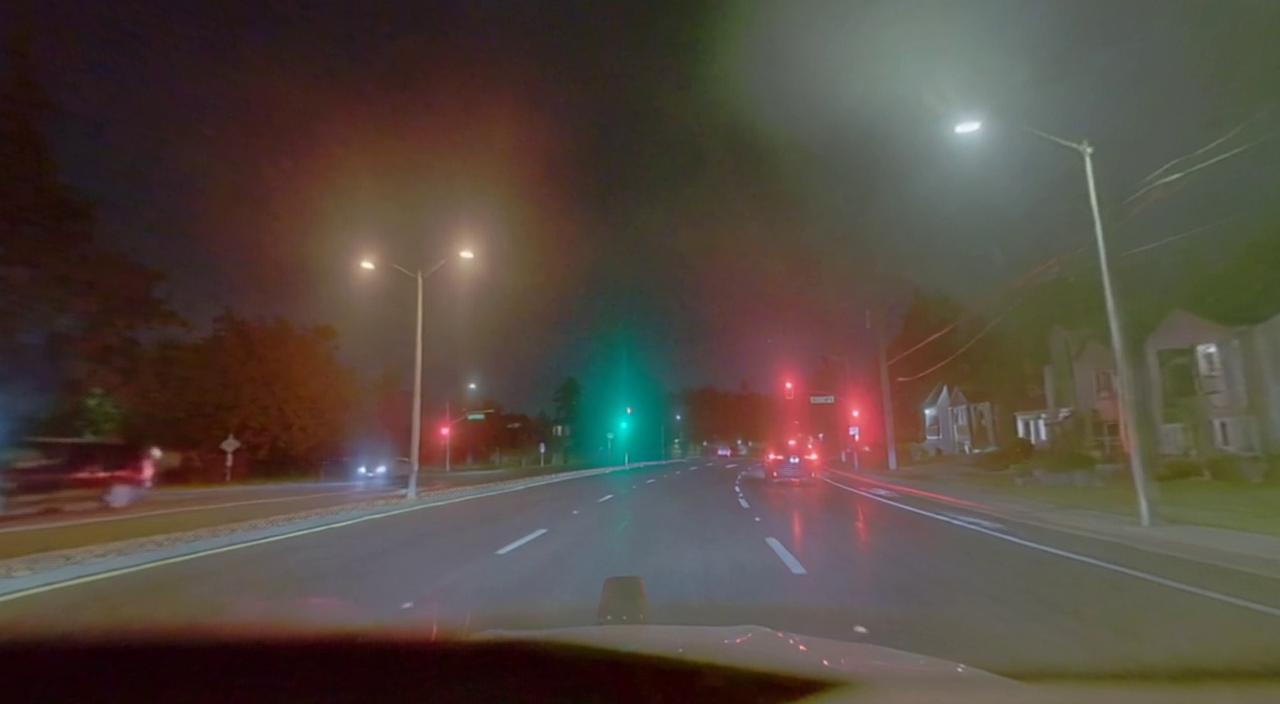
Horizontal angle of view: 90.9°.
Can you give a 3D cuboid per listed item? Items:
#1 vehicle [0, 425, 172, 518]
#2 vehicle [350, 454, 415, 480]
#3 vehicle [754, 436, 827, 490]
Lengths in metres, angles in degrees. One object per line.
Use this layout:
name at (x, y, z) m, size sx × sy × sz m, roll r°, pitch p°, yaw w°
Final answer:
vehicle at (-15.224, 2.883, 15.584) m, size 2.555 × 2.009 × 6.050 m, roll 0°, pitch -9°, yaw 1°
vehicle at (-16.041, 7.155, 39.504) m, size 1.828 × 1.497 × 3.858 m, roll -2°, pitch -9°, yaw 12°
vehicle at (5.643, 4.203, 24.210) m, size 2.141 × 1.833 × 4.704 m, roll -1°, pitch -9°, yaw 6°
